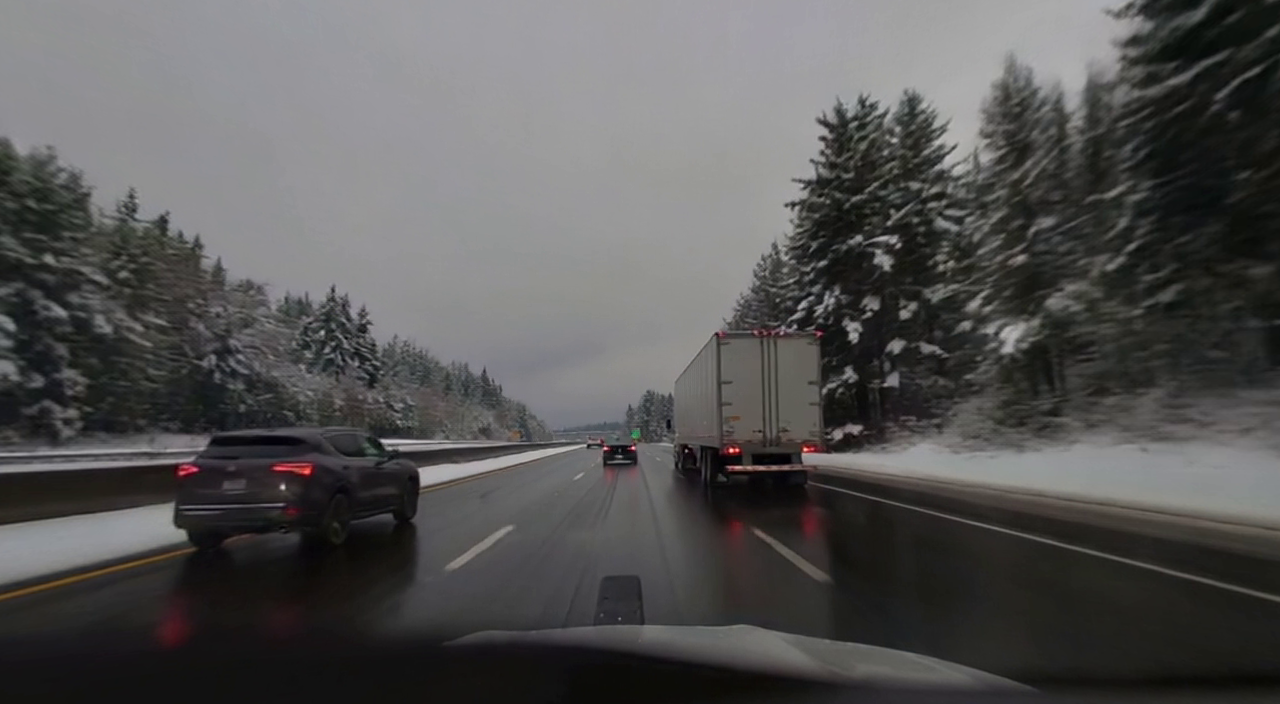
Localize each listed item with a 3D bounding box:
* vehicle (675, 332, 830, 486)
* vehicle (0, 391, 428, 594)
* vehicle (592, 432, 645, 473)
[{"bbox_3d":[3.402,2.515,24.101,2.946,4.111,14.652,0,-8,-1],"label":"vehicle"},{"bbox_3d":[-4.542,1.519,7.705,2.264,1.699,4.648,0,-8,0],"label":"vehicle"},{"bbox_3d":[-0.874,4.184,26.414,2.048,1.563,4.087,0,-8,-1],"label":"vehicle"}]
